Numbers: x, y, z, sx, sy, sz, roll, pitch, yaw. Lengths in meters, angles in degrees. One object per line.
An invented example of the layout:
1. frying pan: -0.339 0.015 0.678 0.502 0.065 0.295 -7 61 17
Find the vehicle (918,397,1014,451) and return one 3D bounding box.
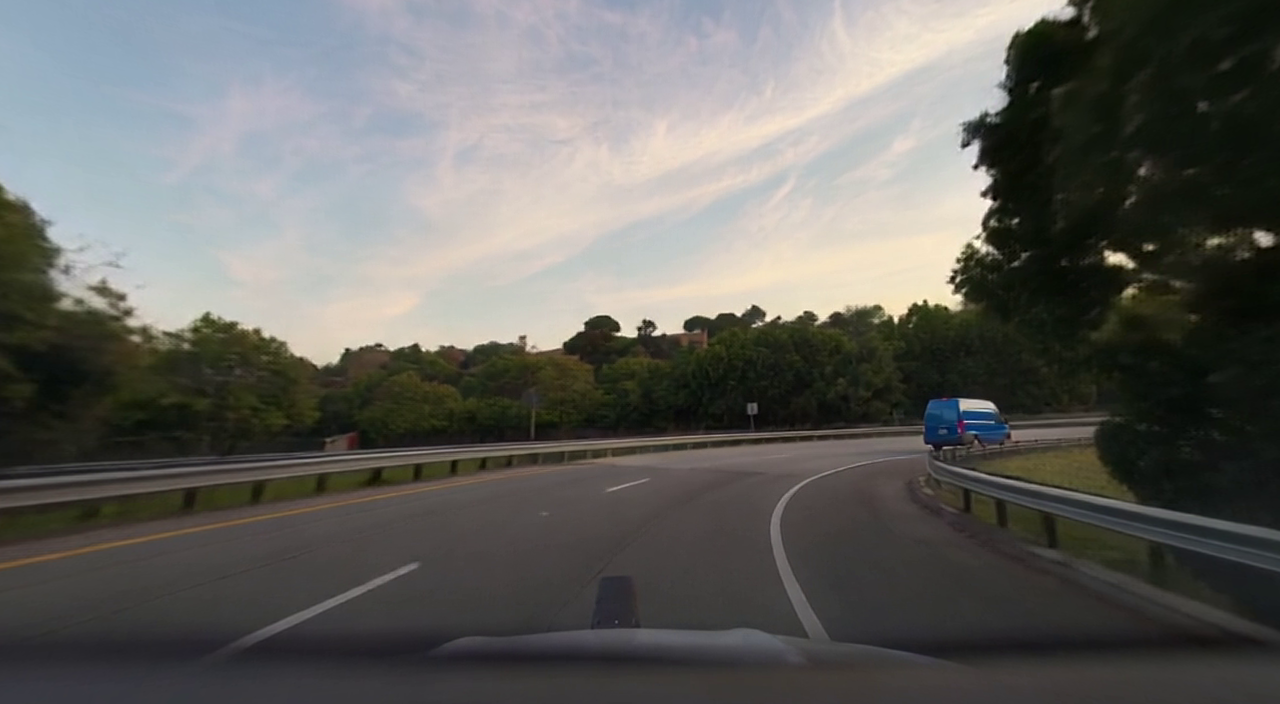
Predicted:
1. vehicle: 17.008 3.788 32.770 5.330 2.577 2.352 6 -10 -39
